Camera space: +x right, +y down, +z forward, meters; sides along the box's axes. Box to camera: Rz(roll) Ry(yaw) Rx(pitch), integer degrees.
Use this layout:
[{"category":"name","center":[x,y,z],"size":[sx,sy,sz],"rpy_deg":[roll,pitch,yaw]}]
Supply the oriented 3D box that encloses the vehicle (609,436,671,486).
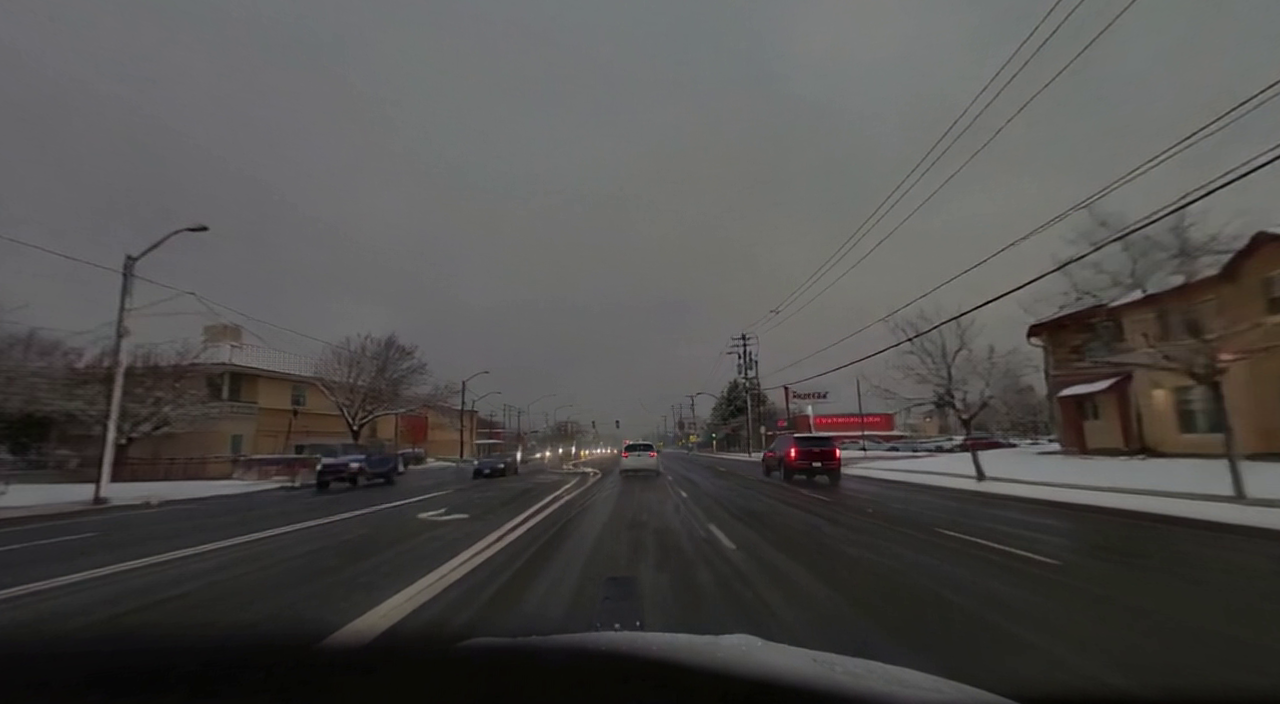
[{"category":"vehicle","center":[-0.035,4.066,23.741],"size":[2.138,1.702,4.168],"rpy_deg":[0,-9,-1]}]

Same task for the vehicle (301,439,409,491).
[{"category":"vehicle","center":[-11.030,4.383,24.817],"size":[2.078,1.825,4.611],"rpy_deg":[0,-9,-1]}]

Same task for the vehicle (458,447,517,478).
[{"category":"vehicle","center":[-7.993,5.824,33.474],"size":[1.941,1.514,4.618],"rpy_deg":[0,-9,0]}]

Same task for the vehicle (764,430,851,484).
[{"category":"vehicle","center":[6.315,4.011,24.264],"size":[2.061,1.889,4.268],"rpy_deg":[0,-9,-1]}]
